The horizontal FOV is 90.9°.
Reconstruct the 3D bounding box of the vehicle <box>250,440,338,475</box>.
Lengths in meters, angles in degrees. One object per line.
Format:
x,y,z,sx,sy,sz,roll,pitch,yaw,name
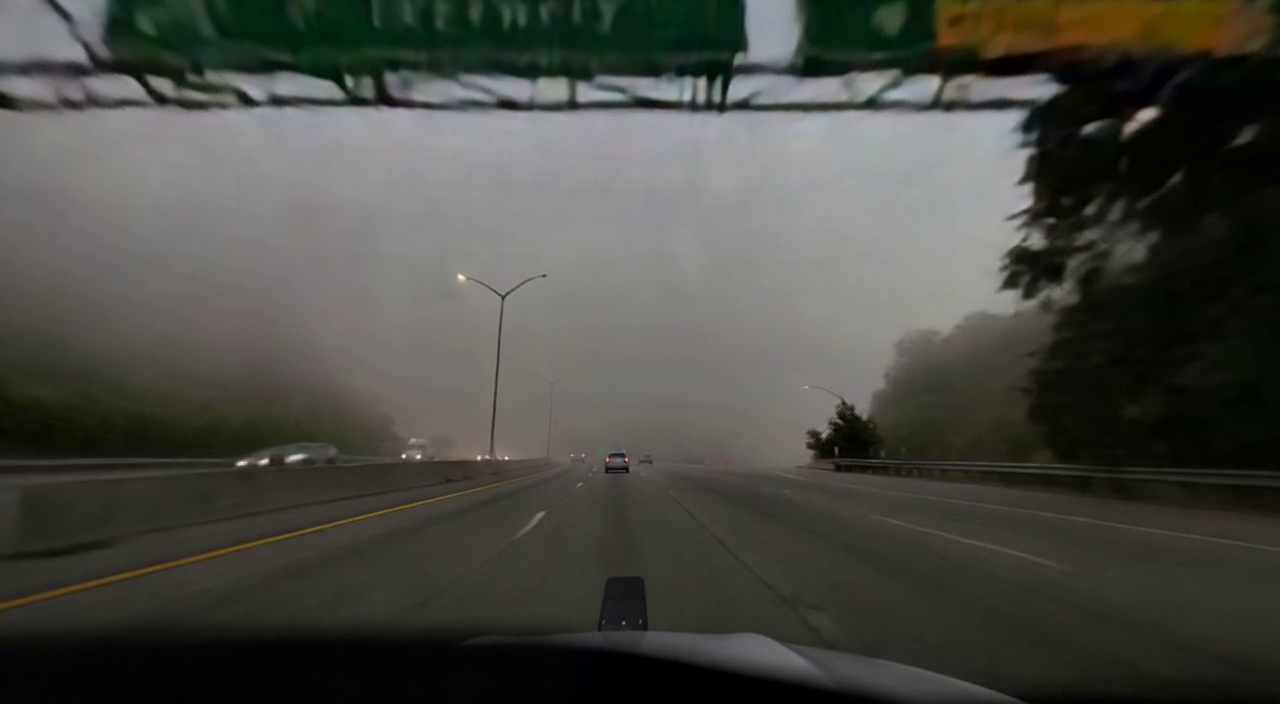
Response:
-18.480,5.657,33.990,2.015,1.749,4.888,0,-9,-1,vehicle

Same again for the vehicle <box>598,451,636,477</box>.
-1.395,6.847,38.697,2.193,1.497,4.337,0,-9,-2,vehicle
